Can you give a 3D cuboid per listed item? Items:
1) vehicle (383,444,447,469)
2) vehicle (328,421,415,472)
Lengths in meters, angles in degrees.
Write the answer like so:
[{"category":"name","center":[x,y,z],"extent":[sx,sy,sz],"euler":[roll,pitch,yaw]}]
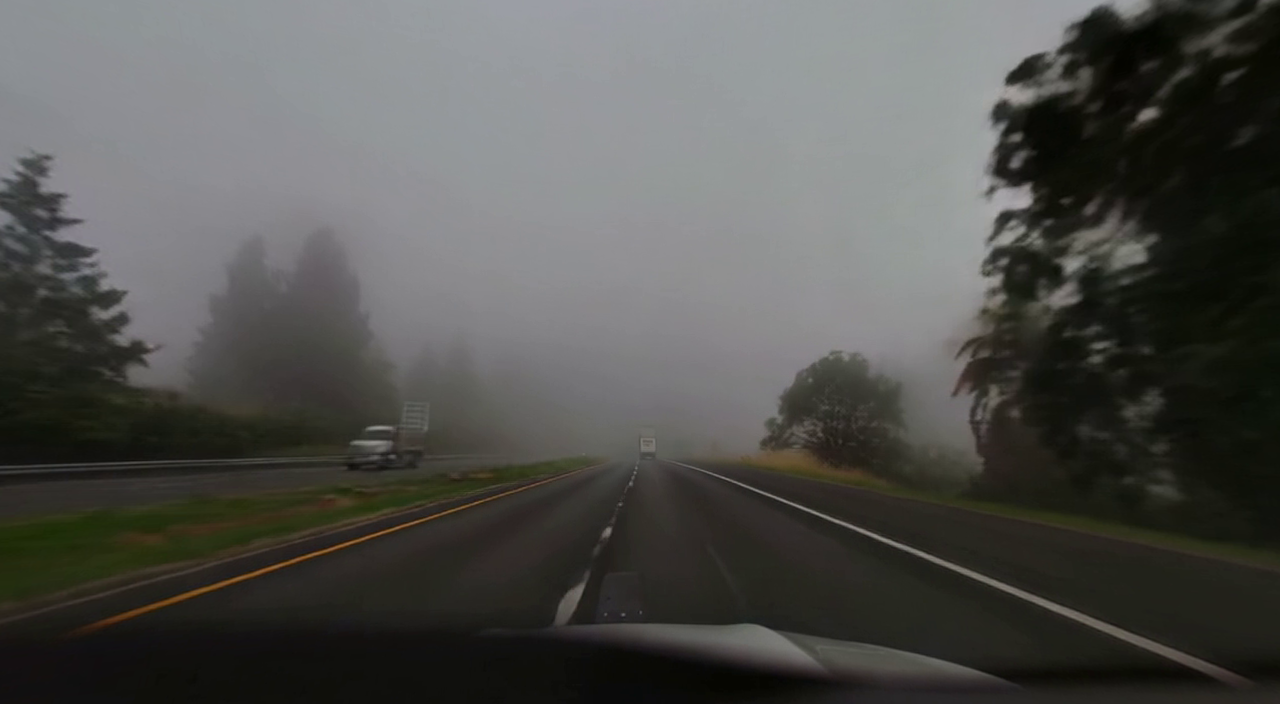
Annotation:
[{"category":"vehicle","center":[-15.000,6.974,42.372],"extent":[2.412,1.559,4.857],"euler":[0,-9,1]},{"category":"vehicle","center":[-15.068,5.376,35.813],"extent":[2.205,2.628,5.912],"euler":[0,-9,1]}]
